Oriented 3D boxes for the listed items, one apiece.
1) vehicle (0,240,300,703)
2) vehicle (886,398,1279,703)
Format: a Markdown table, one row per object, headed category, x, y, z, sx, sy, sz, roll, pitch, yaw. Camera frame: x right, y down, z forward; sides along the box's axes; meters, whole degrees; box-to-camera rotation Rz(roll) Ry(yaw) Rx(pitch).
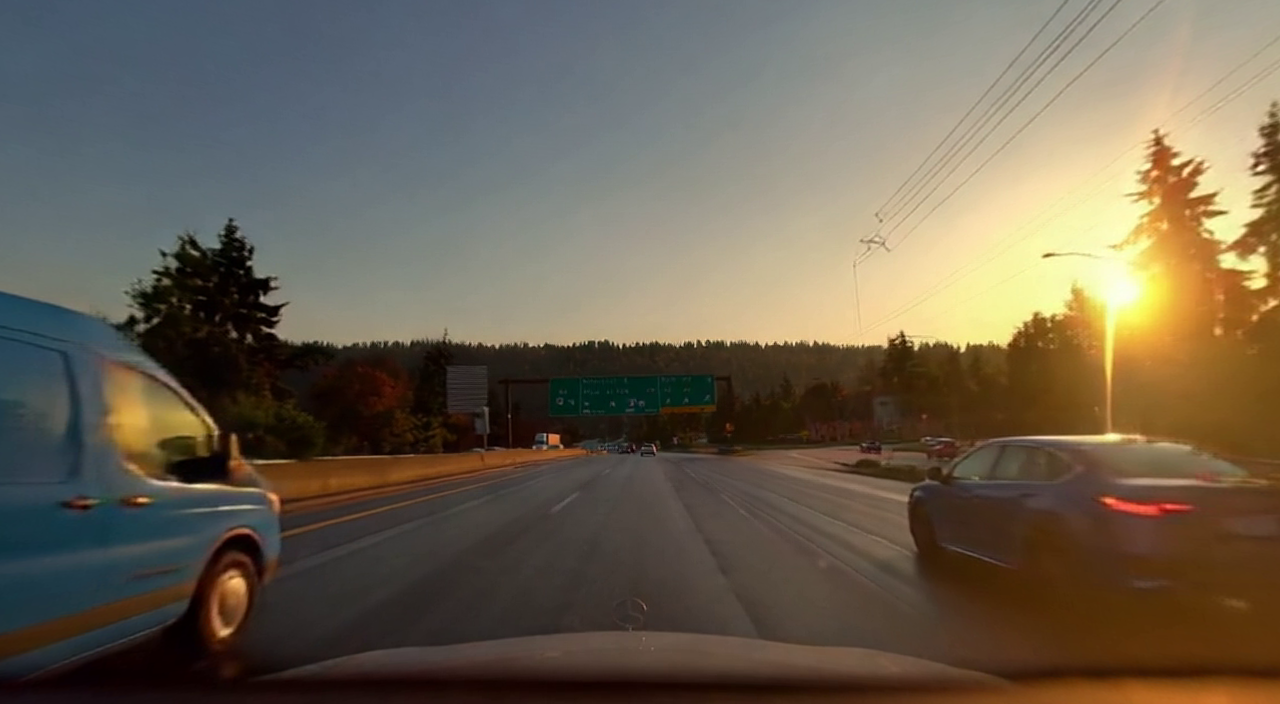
| category | x | y | z | sx | sy | sz | roll | pitch | yaw |
| --- | --- | --- | --- | --- | --- | --- | --- | --- | --- |
| vehicle | -3.492 | 0.552 | 1.880 | 2.281 | 2.025 | 4.586 | 0 | -8 | 1 |
| vehicle | 3.761 | 1.319 | 5.152 | 1.909 | 1.599 | 3.943 | 0 | -8 | 1 |
